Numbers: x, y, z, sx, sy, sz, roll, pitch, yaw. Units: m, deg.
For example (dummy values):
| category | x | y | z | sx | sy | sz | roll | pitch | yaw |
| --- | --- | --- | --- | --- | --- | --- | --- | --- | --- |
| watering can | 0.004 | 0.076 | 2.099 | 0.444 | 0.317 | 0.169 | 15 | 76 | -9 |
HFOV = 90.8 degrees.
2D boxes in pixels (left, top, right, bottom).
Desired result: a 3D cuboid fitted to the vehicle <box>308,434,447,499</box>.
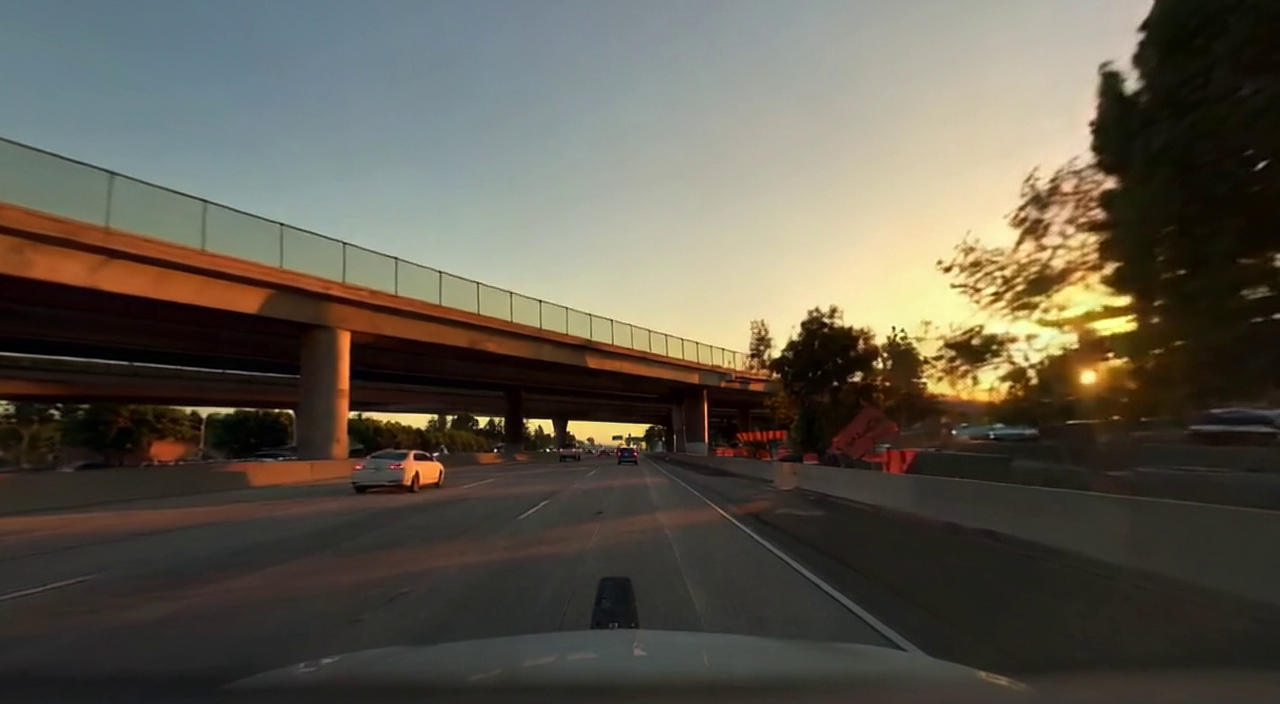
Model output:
| category | x | y | z | sx | sy | sz | roll | pitch | yaw |
| --- | --- | --- | --- | --- | --- | --- | --- | --- | --- |
| vehicle | -7.275 | 3.209 | 18.103 | 2.128 | 1.604 | 4.279 | 0 | -9 | 0 |

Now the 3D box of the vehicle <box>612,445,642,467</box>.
| category | x | y | z | sx | sy | sz | roll | pitch | yaw |
| --- | --- | --- | --- | --- | --- | --- | --- | --- | --- |
| vehicle | -0.891 | 7.362 | 44.998 | 2.051 | 1.459 | 4.092 | 0 | -9 | 0 |
